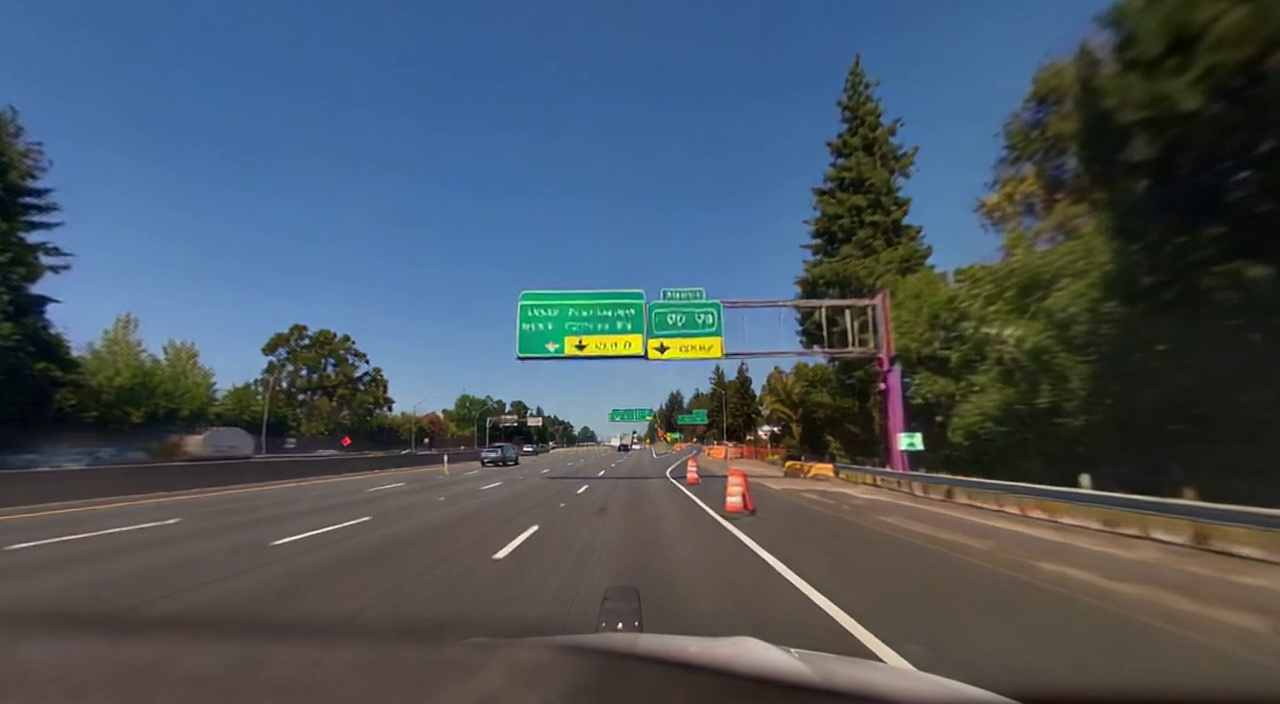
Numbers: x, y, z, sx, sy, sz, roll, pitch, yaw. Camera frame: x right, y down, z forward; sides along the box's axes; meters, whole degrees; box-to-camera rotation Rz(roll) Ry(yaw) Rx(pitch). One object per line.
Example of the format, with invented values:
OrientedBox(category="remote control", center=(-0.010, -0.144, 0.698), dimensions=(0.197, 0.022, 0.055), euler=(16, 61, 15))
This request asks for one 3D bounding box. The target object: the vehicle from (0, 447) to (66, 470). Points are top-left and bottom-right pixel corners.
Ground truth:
OrientedBox(category="vehicle", center=(-41.170, 7.058, 41.768), dimensions=(1.815, 1.443, 4.563), euler=(0, -10, 0))
